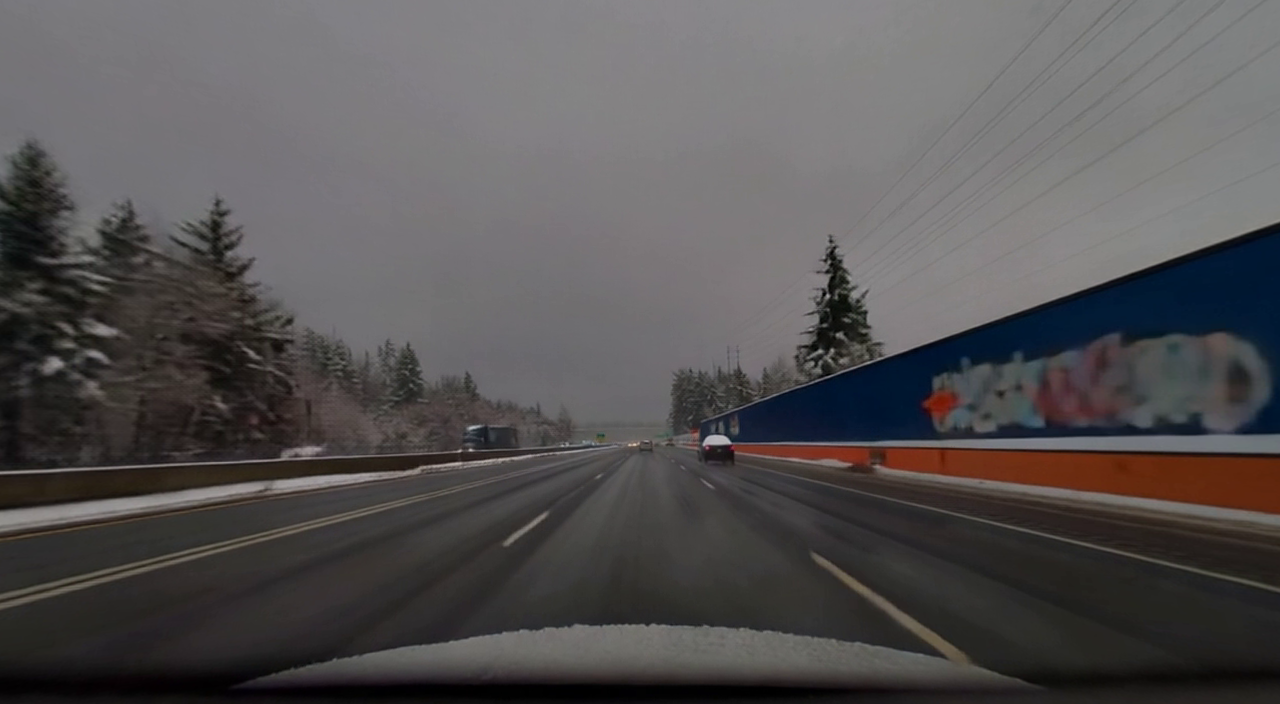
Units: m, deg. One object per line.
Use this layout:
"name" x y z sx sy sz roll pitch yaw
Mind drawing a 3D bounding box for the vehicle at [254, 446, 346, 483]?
"vehicle" -14.765 4.875 27.592 1.824 1.488 3.872 0 -8 1

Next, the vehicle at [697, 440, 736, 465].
"vehicle" 4.863 6.448 40.591 1.991 1.494 3.951 0 -8 0
